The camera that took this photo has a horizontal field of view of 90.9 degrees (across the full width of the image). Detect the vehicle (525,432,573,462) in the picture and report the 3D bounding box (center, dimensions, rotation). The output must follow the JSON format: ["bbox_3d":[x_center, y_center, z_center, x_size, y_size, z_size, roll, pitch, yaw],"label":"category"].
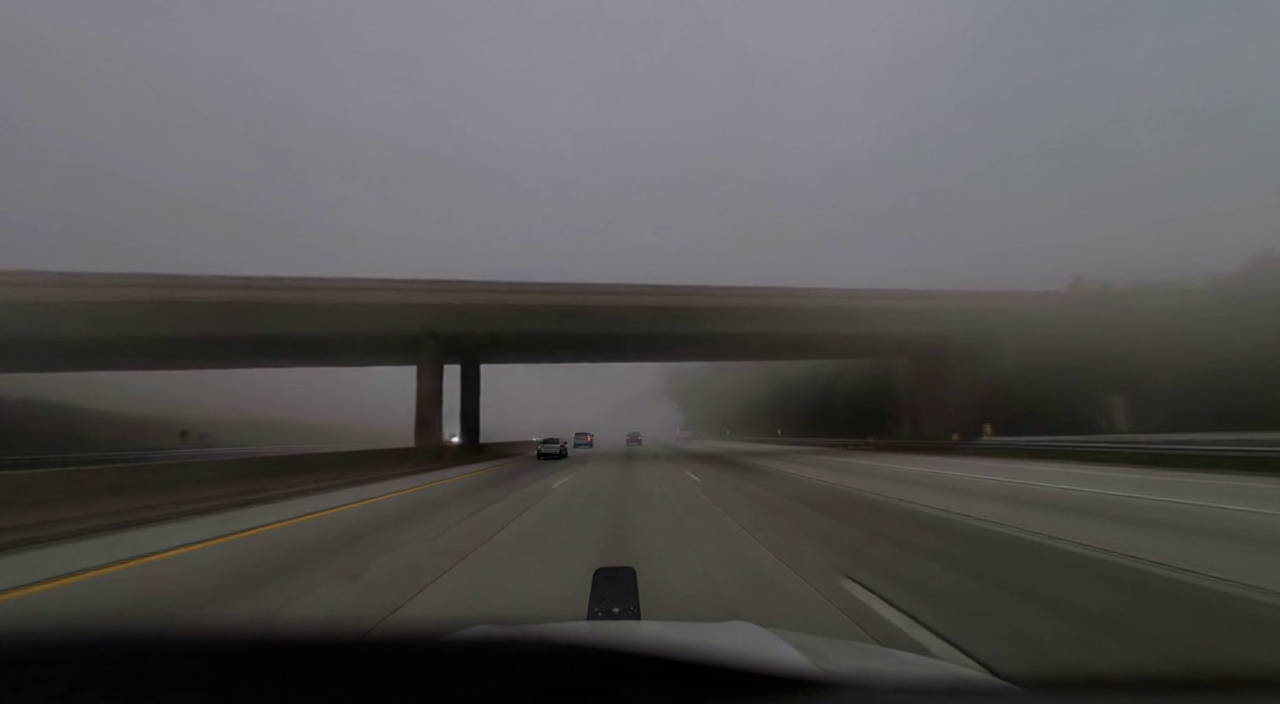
[{"bbox_3d":[-4.756,5.015,33.368,1.933,1.473,4.023,0,-8,0],"label":"vehicle"}]

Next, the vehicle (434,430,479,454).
[{"bbox_3d":[-13.746,6.776,47.507,2.011,1.687,4.740,0,-8,0],"label":"vehicle"}]
